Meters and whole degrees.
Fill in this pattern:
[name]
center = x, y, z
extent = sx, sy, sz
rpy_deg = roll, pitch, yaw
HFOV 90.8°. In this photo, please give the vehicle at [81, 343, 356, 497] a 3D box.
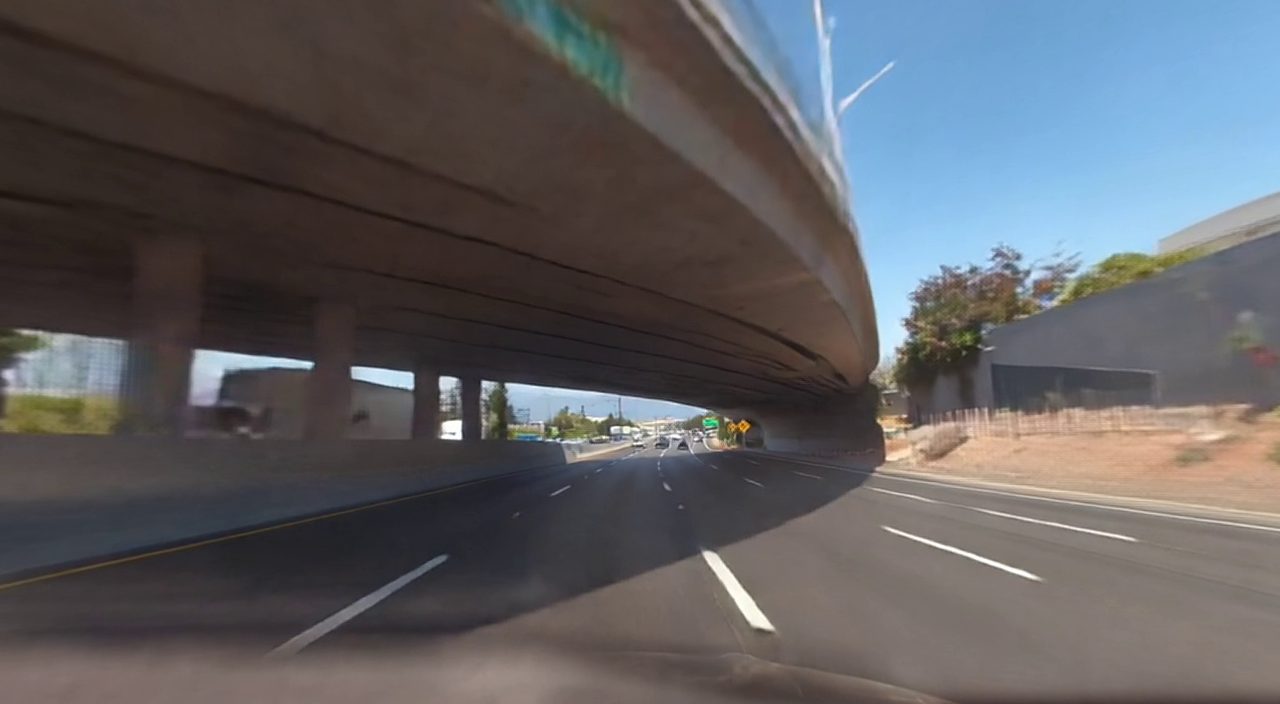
[vehicle]
center = -12.630, 2.329, 20.342
extent = 3.010, 3.944, 8.280
rpy_deg = 0, -9, 0
